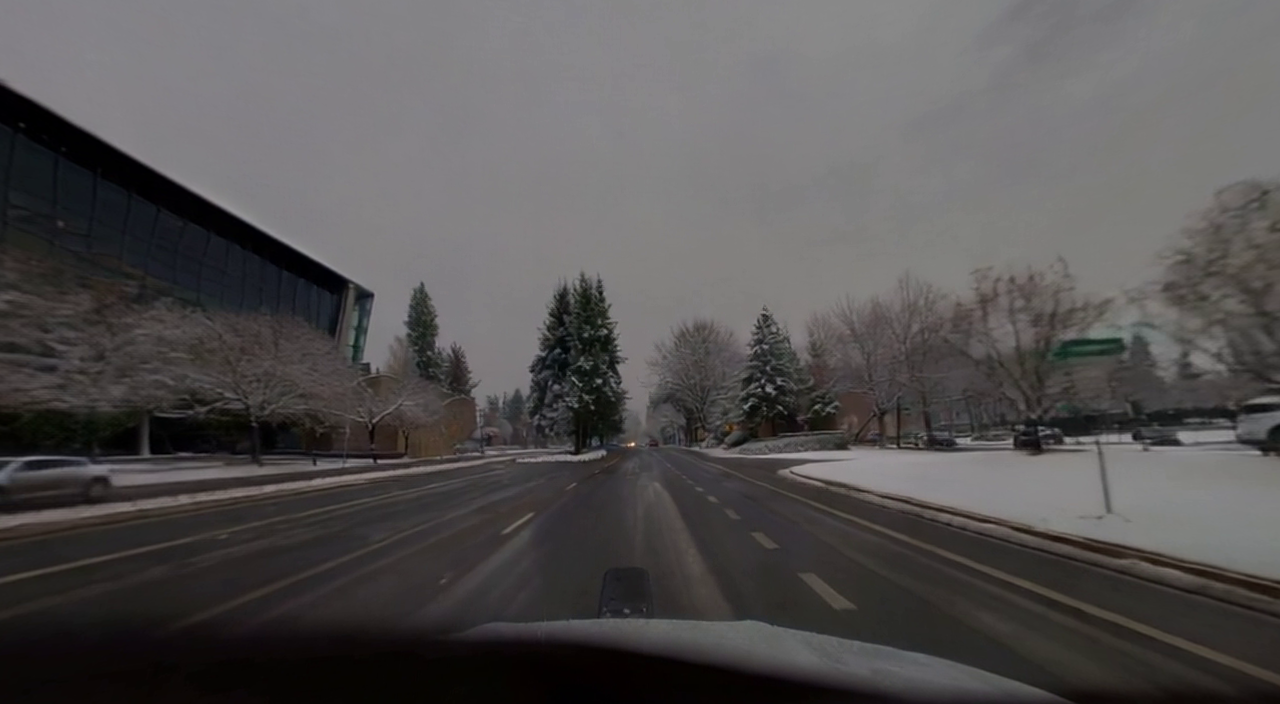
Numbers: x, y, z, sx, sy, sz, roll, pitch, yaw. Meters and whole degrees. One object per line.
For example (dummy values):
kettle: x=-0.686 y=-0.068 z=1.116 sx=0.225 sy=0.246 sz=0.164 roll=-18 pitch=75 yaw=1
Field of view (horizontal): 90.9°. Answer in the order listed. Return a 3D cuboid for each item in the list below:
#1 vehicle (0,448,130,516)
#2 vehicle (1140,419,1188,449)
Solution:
vehicle: x=-15.706 y=3.191 z=15.733 sx=1.982 sy=1.504 sz=4.683 roll=0 pitch=-8 yaw=1
vehicle: x=32.466 y=5.117 z=39.141 sx=1.940 sy=1.727 sz=4.262 roll=-6 pitch=-10 yaw=36
